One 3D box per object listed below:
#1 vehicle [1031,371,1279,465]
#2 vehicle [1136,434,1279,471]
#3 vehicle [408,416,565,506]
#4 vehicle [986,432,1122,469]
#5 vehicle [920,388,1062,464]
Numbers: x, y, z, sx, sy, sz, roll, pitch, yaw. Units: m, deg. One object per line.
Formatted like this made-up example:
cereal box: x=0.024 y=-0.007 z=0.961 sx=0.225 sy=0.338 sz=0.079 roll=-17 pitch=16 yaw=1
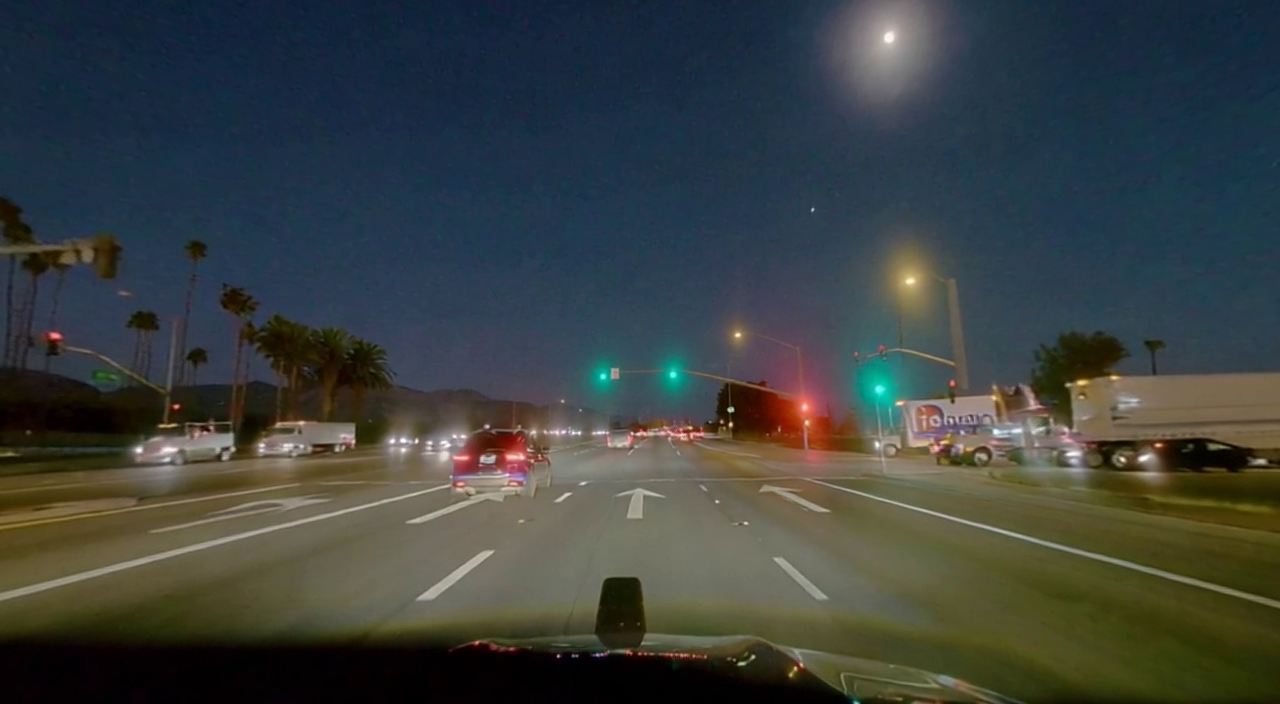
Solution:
vehicle: x=30.150 y=3.454 z=32.598 sx=16.628 sy=4.605 sz=3.321 roll=-1 pitch=-8 yaw=6
vehicle: x=26.370 y=4.629 z=28.960 sx=4.992 sy=1.579 sz=2.193 roll=0 pitch=-9 yaw=2
vehicle: x=-3.209 y=2.435 z=14.300 sx=2.287 sy=1.712 sz=4.537 roll=0 pitch=-9 yaw=2
vehicle: x=19.235 y=4.599 z=29.355 sx=4.769 sy=1.638 sz=2.091 roll=0 pitch=-9 yaw=2
vehicle: x=18.443 y=4.001 z=33.350 sx=5.512 sy=3.865 sz=3.002 roll=0 pitch=-10 yaw=4
